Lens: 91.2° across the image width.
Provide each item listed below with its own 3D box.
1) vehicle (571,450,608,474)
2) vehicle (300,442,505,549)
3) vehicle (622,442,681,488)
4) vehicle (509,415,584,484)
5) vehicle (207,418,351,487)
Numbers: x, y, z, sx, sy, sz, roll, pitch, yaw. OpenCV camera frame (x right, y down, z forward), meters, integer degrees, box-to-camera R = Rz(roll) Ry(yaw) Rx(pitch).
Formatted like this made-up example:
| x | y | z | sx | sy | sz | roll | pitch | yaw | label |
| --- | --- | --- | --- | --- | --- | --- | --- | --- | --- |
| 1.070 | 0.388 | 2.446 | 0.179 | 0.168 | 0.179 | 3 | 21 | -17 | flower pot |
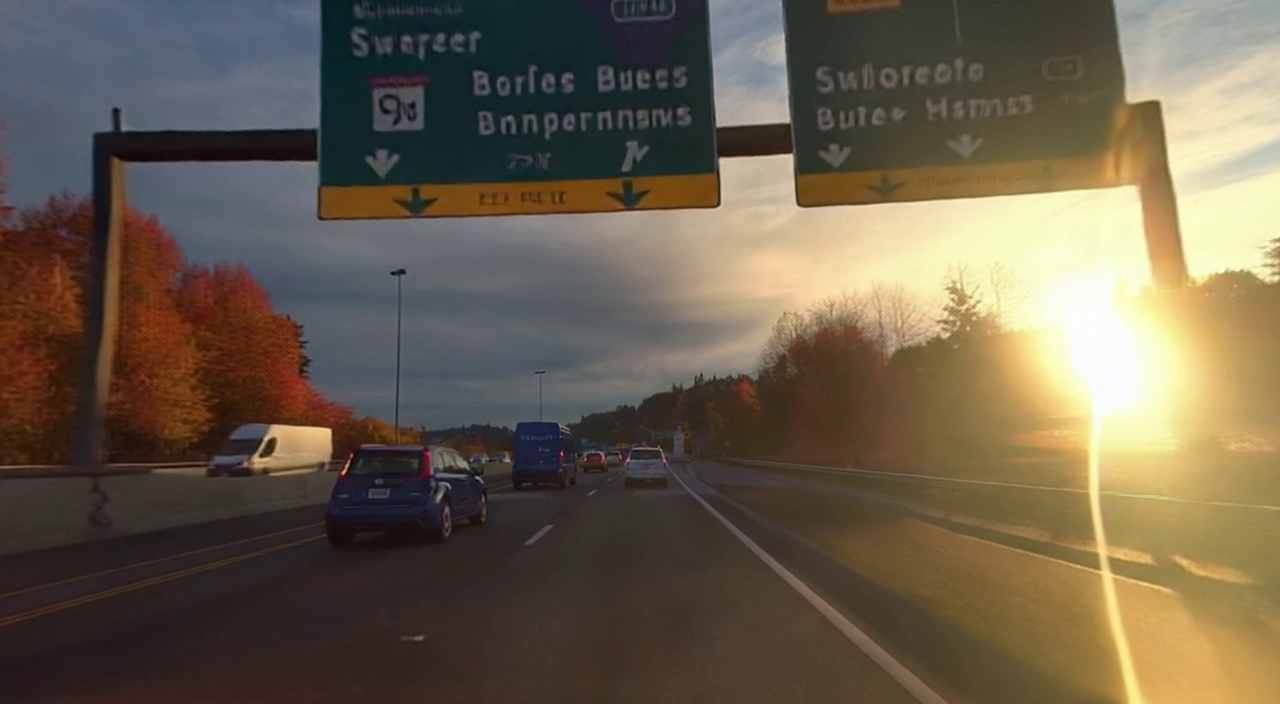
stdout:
| x | y | z | sx | sy | sz | roll | pitch | yaw | label |
| --- | --- | --- | --- | --- | --- | --- | --- | --- | --- |
| -3.262 | 7.222 | 41.357 | 2.015 | 1.496 | 4.312 | 0 | -9 | 1 | vehicle |
| -3.788 | 2.335 | 10.883 | 1.977 | 1.485 | 3.973 | 0 | -9 | 0 | vehicle |
| 0.434 | 4.535 | 25.447 | 2.195 | 1.679 | 4.070 | 0 | -9 | 1 | vehicle |
| -3.944 | 4.279 | 27.580 | 2.275 | 2.692 | 5.810 | 0 | -9 | 1 | vehicle |
| -21.863 | 6.183 | 38.870 | 2.958 | 3.709 | 9.339 | -1 | -9 | 2 | vehicle |
